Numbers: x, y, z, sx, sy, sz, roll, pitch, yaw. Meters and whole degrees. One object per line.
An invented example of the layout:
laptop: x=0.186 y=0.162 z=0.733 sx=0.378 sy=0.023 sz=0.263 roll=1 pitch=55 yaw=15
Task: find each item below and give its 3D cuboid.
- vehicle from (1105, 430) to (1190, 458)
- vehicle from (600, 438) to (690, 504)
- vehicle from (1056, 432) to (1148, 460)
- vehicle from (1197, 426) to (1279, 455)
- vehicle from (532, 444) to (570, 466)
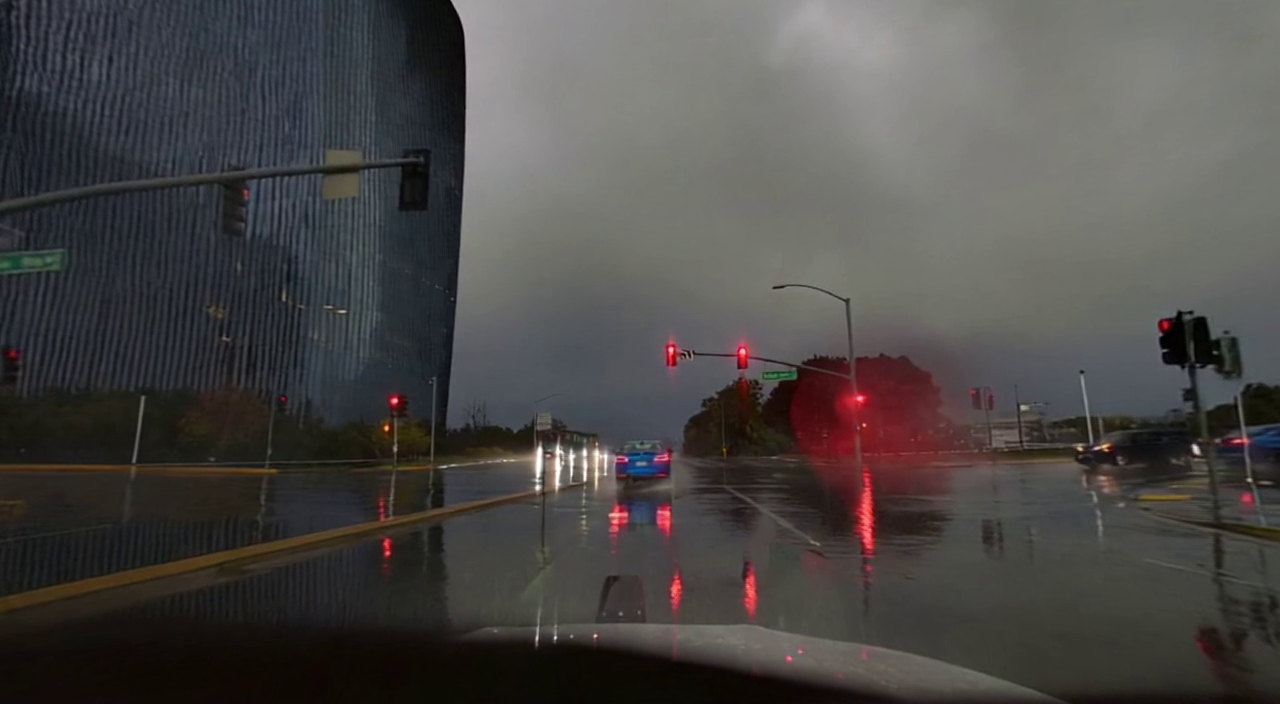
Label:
vehicle: x=27.885 y=5.078 z=34.722 sx=1.816 sy=1.476 sz=3.652 roll=-1 pitch=-9 yaw=5
vehicle: x=0.002 y=3.124 z=16.979 sx=2.014 sy=1.525 sz=4.197 roll=1 pitch=-9 yaw=-5
vehicle: x=25.560 y=5.241 z=35.074 sx=2.021 sy=1.484 sz=4.454 roll=-1 pitch=-9 yaw=5
vehicle: x=33.091 y=4.857 z=34.527 sx=1.798 sy=1.480 sz=3.684 roll=0 pitch=-9 yaw=3
vehicle: x=-6.698 y=7.814 z=47.815 sx=2.113 sy=1.535 sz=4.504 roll=0 pitch=-9 yaw=2
